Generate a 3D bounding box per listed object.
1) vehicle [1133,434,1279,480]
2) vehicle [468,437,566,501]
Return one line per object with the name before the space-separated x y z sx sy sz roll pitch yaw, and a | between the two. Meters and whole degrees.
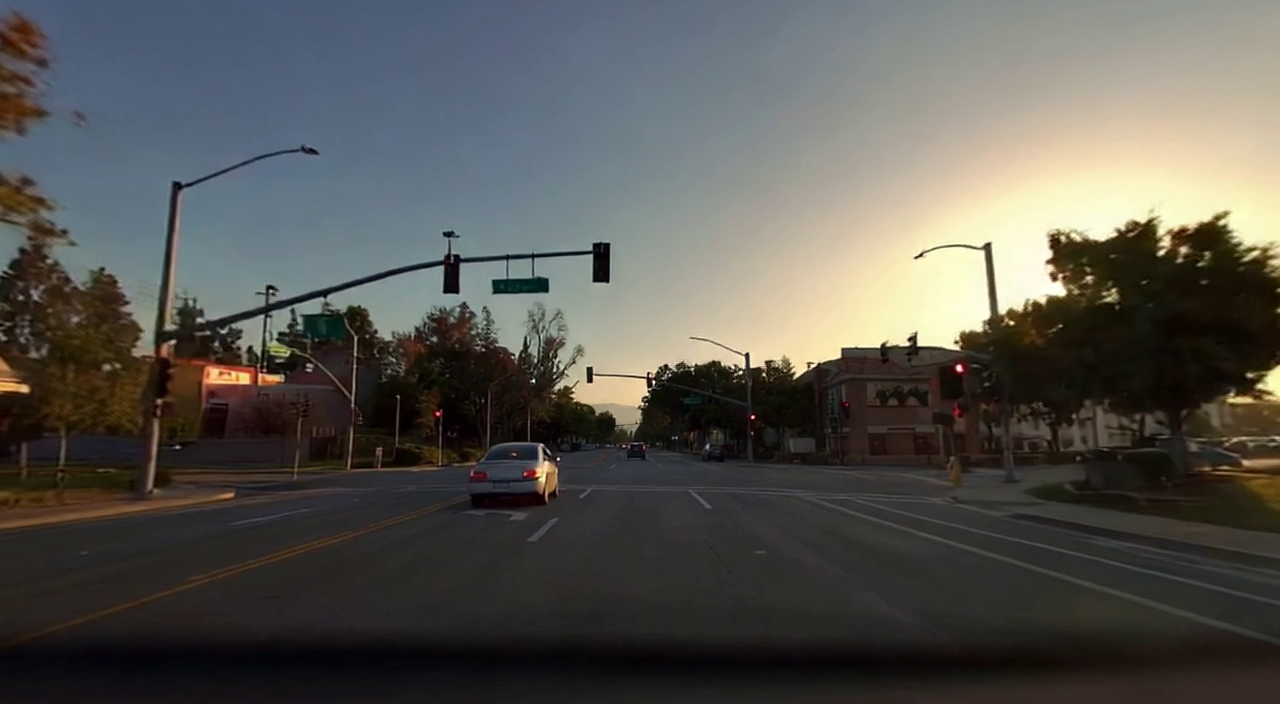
vehicle | 23.260 4.299 25.976 4.246 1.750 1.954 0 -8 1
vehicle | -3.270 3.180 17.553 1.915 1.553 3.846 0 -8 0
